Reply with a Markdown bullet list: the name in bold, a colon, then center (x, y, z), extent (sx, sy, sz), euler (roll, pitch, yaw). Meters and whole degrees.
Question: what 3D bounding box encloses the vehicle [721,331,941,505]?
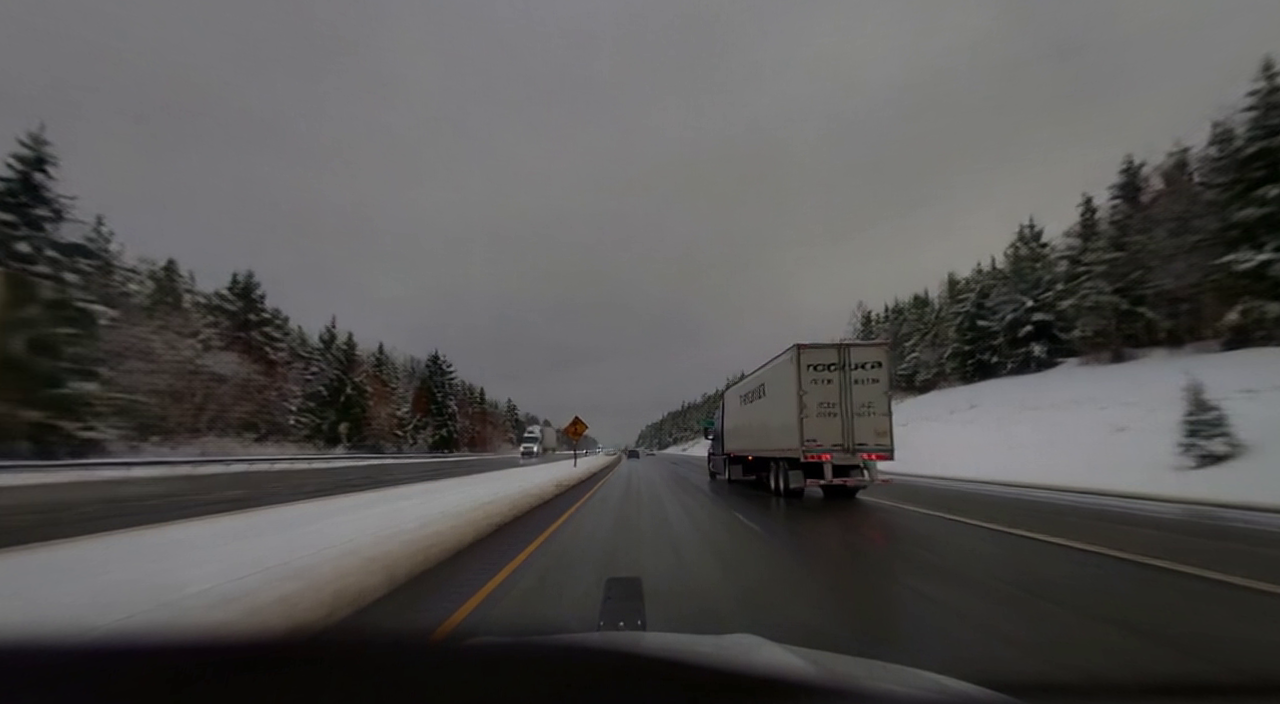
- **vehicle**: center (5.310, 2.623, 21.807), extent (2.983, 4.030, 14.444), euler (0, -9, -1)
